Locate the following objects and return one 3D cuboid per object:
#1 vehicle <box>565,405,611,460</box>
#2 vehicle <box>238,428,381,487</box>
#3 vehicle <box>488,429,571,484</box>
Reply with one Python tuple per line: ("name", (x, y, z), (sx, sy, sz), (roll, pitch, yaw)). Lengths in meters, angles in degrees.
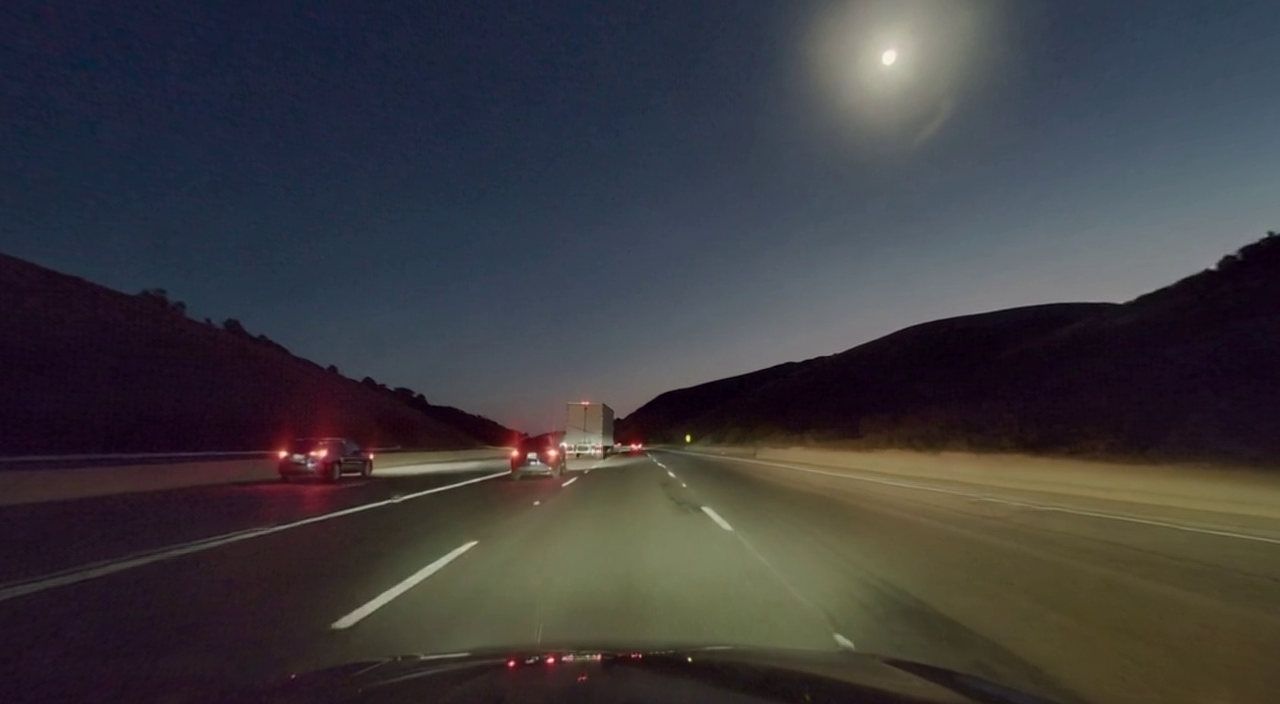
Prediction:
("vehicle", (-3.926, 6.440, 49.808), (2.981, 3.860, 11.022), (0, -8, -2))
("vehicle", (-11.465, 3.682, 22.381), (2.130, 1.828, 5.523), (0, -8, 0))
("vehicle", (-3.727, 3.620, 22.109), (2.099, 1.734, 4.413), (0, -8, 0))
